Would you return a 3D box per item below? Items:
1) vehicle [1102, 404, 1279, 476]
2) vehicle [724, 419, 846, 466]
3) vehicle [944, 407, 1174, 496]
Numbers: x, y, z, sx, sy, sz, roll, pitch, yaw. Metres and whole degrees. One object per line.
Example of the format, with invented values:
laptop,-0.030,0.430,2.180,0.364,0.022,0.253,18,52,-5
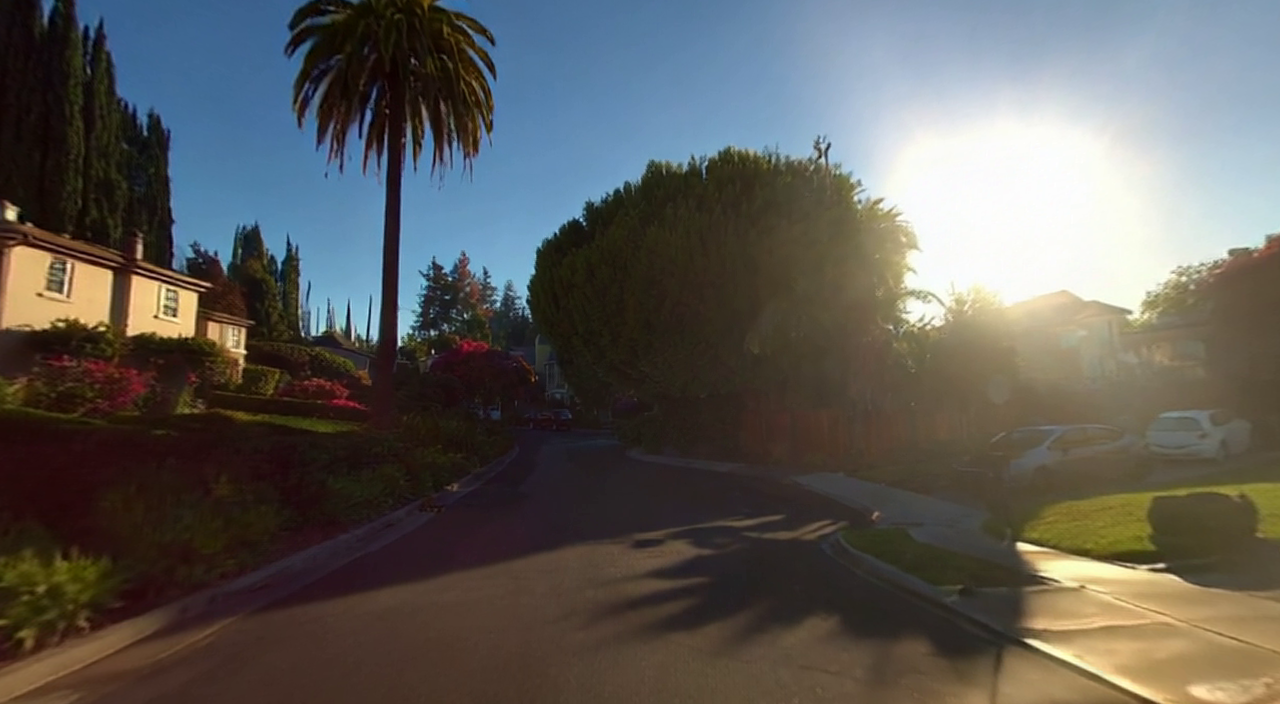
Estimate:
vehicle,15.542,2.472,17.582,4.451,1.784,2.028,3,-9,-22
vehicle,7.113,4.475,30.751,5.663,1.913,2.170,7,-12,-26
vehicle,10.263,2.481,15.576,4.443,1.948,2.230,3,-11,-17
